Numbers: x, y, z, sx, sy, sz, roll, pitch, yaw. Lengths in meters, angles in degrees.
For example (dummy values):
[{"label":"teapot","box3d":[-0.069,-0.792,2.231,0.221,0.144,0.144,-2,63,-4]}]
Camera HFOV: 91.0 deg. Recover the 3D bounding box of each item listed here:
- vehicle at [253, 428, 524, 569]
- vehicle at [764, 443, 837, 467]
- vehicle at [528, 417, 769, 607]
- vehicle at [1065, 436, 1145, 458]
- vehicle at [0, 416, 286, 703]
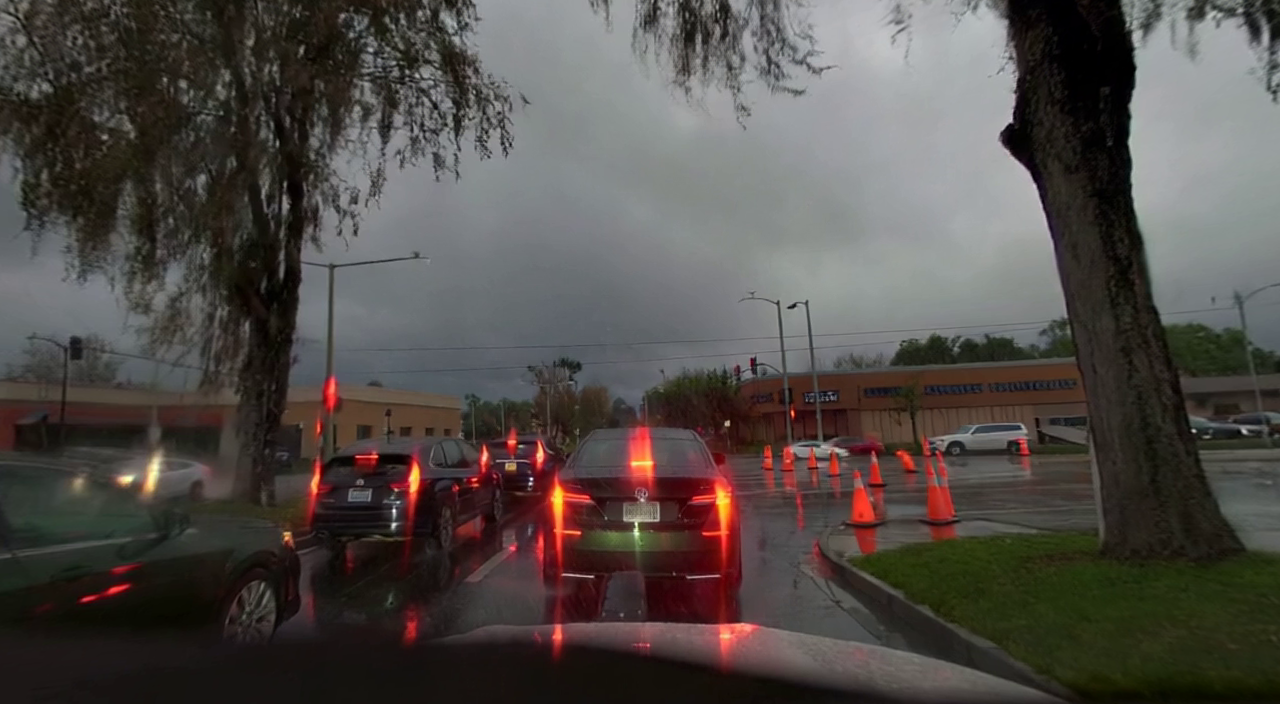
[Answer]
[{"label":"vehicle","box3d":[-3.272,1.998,9.450,1.989,1.541,4.626,0,-9,2]},{"label":"vehicle","box3d":[10.606,6.833,41.903,4.579,1.480,1.819,-1,-9,12]},{"label":"vehicle","box3d":[0.110,1.628,7.214,2.021,1.560,3.676,0,-9,1]},{"label":"vehicle","box3d":[36.885,7.530,49.969,4.791,1.635,1.857,0,-9,1]},{"label":"vehicle","box3d":[-3.600,0.947,2.145,1.964,1.497,4.722,0,-9,1]}]
